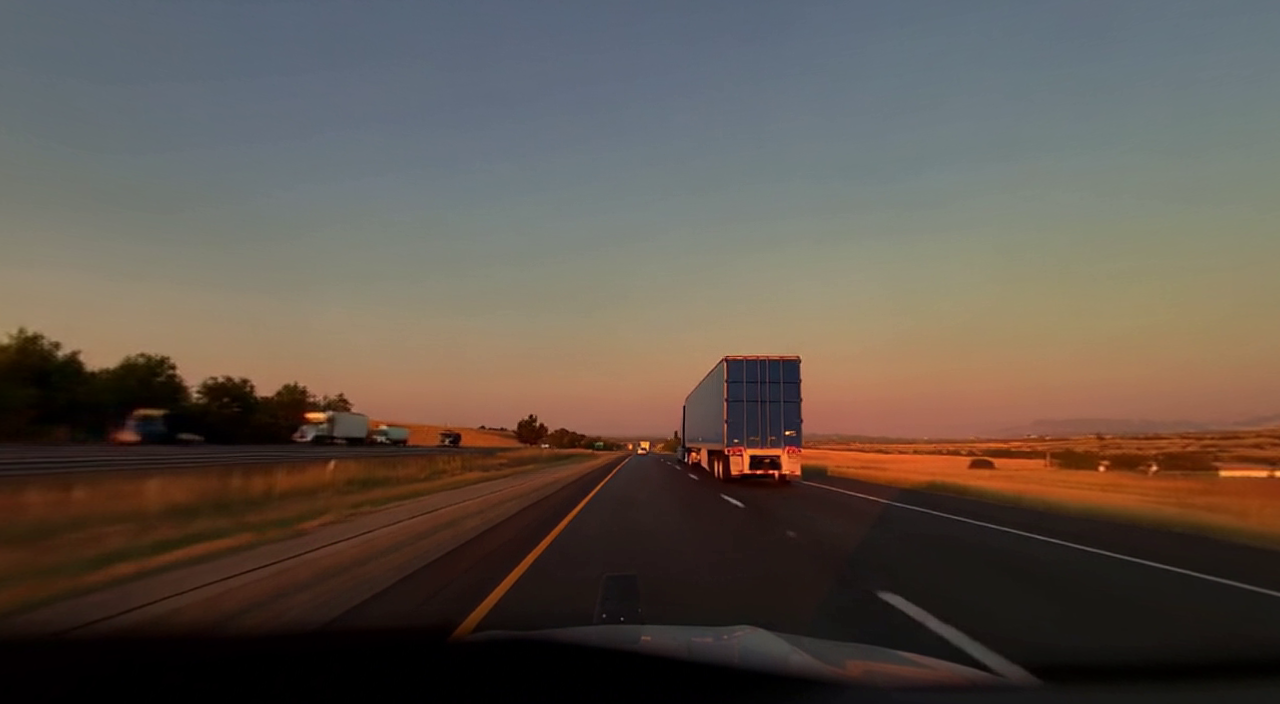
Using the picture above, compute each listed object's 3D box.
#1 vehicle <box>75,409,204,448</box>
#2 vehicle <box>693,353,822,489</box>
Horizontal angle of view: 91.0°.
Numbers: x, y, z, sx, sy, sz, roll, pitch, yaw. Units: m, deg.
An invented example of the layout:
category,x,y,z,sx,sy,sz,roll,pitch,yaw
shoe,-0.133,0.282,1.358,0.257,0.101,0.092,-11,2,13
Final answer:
category,x,y,z,sx,sy,sz,roll,pitch,yaw
vehicle,-29.658,4.664,37.694,2.329,2.083,6.351,0,-9,2
vehicle,4.167,3.087,26.019,2.818,4.206,12.987,0,-9,0
